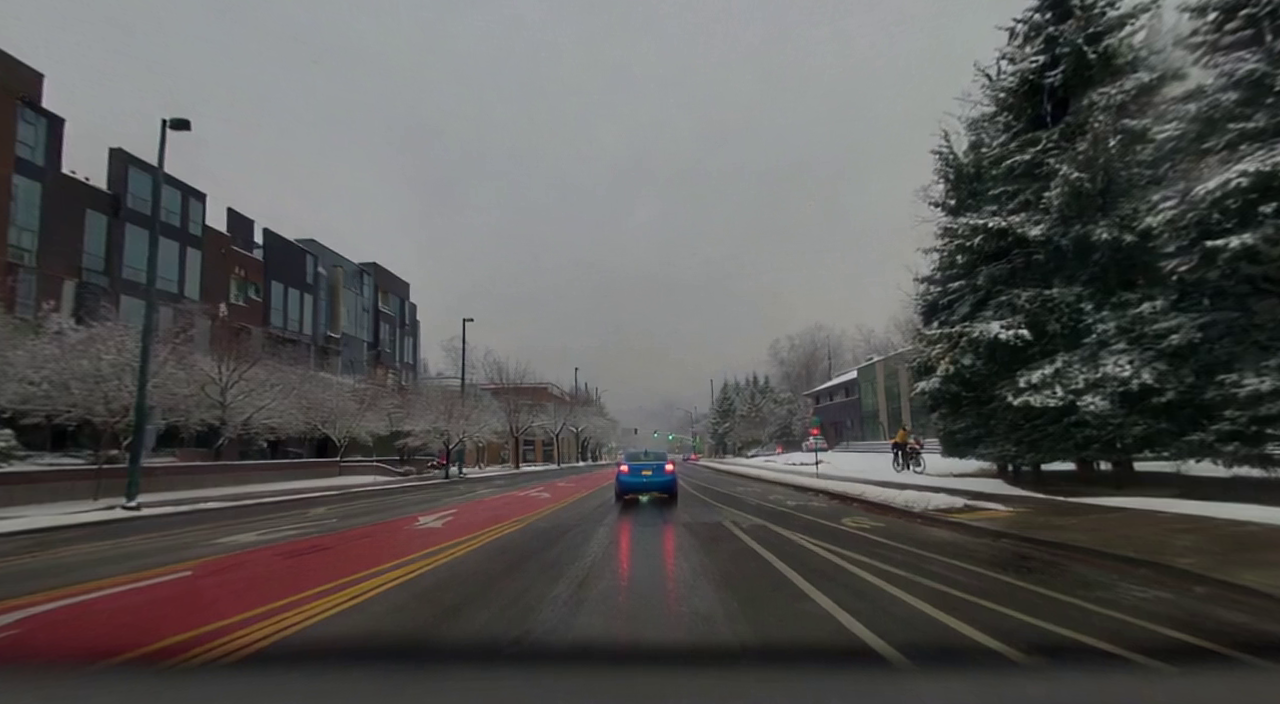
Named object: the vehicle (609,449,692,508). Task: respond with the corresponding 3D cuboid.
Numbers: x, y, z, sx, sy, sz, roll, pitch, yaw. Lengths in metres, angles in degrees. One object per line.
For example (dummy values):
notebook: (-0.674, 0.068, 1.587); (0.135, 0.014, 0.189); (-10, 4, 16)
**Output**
vehicle: (0.220, 3.490, 17.833); (2.063, 1.442, 4.135); (0, -9, -1)
